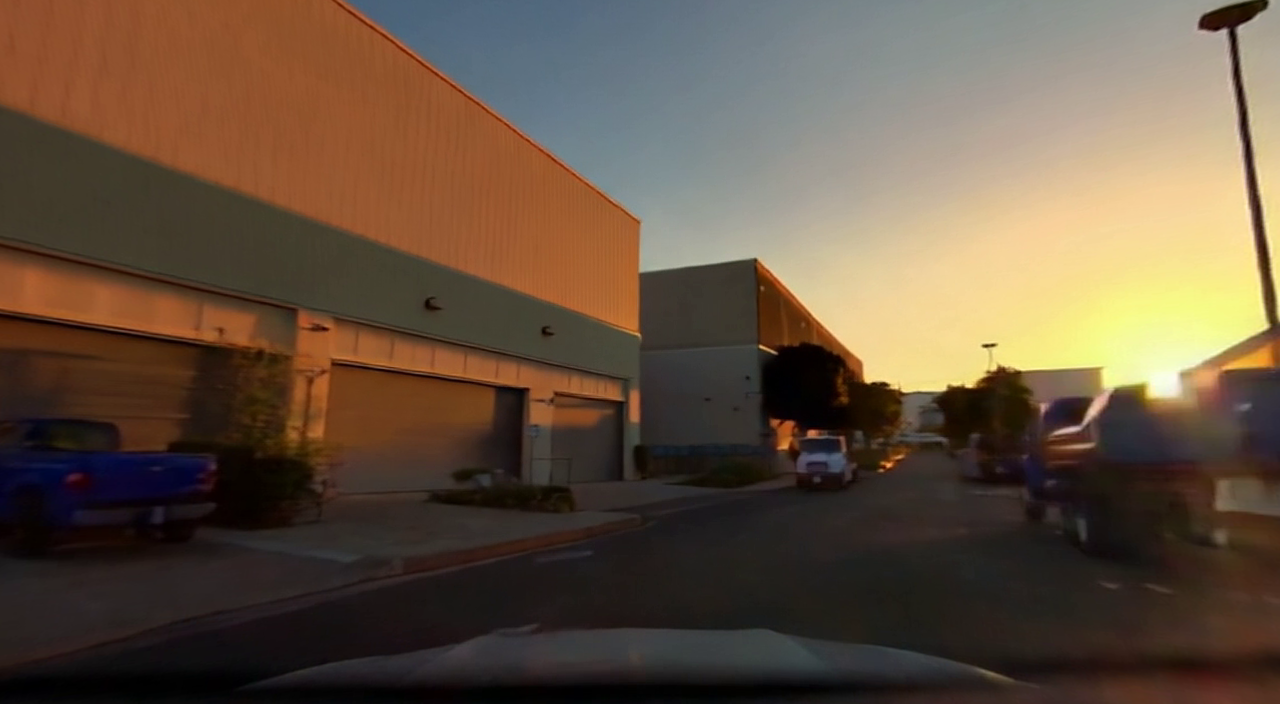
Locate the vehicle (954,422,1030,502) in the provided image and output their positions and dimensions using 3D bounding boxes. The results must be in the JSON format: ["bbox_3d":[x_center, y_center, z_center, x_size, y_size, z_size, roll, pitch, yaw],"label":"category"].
[{"bbox_3d":[23.731,7.408,43.155,3.132,4.690,11.286,-5,-10,23],"label":"vehicle"}]

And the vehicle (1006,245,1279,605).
[{"bbox_3d":[10.494,1.708,13.473,2.966,4.658,11.455,-5,-10,23],"label":"vehicle"}]

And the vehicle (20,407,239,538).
[{"bbox_3d":[-14.011,3.029,17.201,6.271,3.004,2.298,-3,-6,29],"label":"vehicle"}]

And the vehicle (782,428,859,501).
[{"bbox_3d":[11.933,7.245,41.159,3.111,4.217,7.722,-5,-10,26],"label":"vehicle"}]
